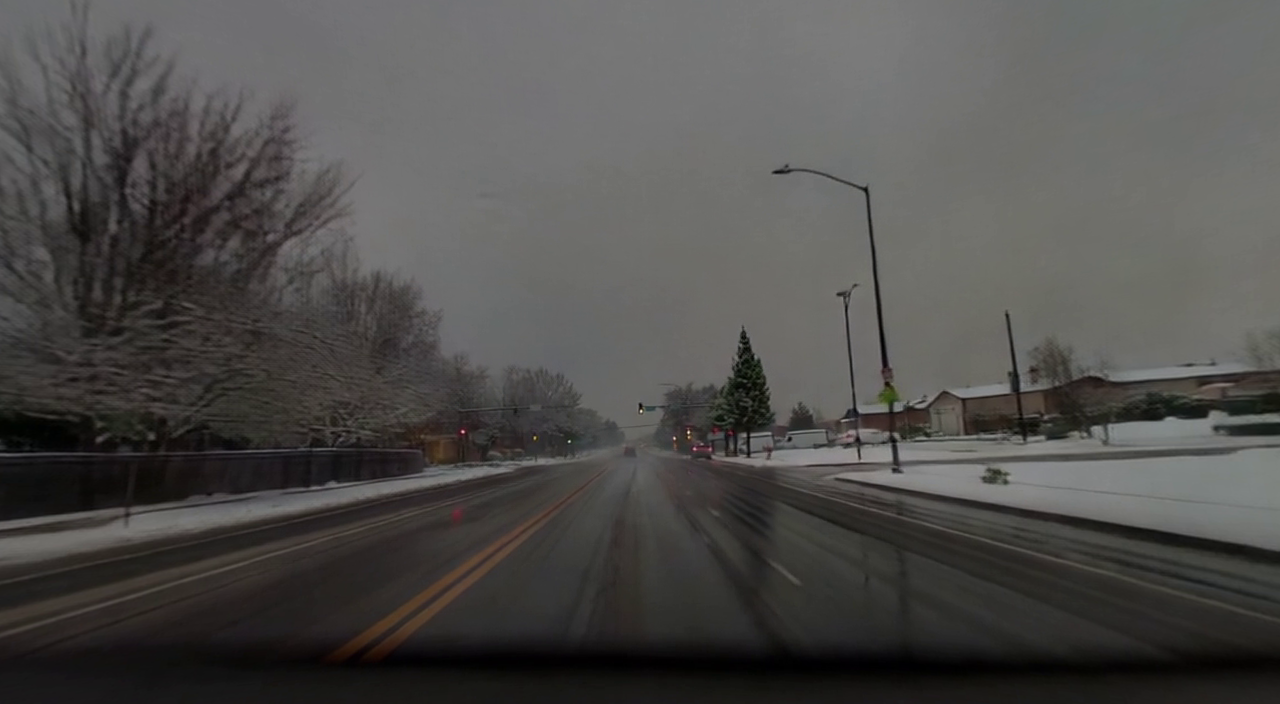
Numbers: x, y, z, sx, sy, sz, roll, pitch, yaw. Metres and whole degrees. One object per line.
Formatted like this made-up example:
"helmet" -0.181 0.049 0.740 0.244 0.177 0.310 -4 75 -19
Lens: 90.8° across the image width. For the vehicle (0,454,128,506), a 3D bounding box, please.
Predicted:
"vehicle" -26.444 5.535 27.352 6.500 1.985 2.363 5 -10 -38
